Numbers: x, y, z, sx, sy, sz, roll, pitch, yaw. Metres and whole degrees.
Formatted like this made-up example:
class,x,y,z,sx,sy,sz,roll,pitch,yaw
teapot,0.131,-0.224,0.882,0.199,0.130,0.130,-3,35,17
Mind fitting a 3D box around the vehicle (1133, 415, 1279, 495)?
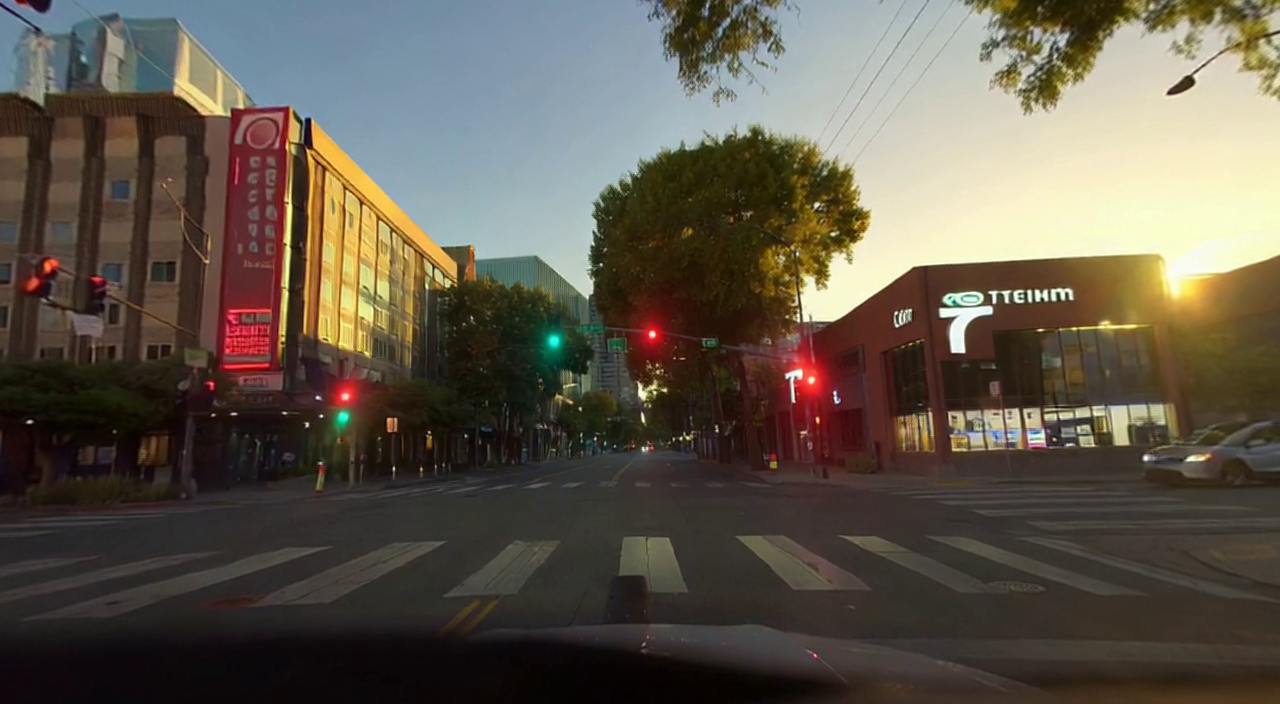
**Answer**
class,x,y,z,sx,sy,sz,roll,pitch,yaw
vehicle,15.384,2.504,15.478,4.836,1.795,1.957,0,-9,0
